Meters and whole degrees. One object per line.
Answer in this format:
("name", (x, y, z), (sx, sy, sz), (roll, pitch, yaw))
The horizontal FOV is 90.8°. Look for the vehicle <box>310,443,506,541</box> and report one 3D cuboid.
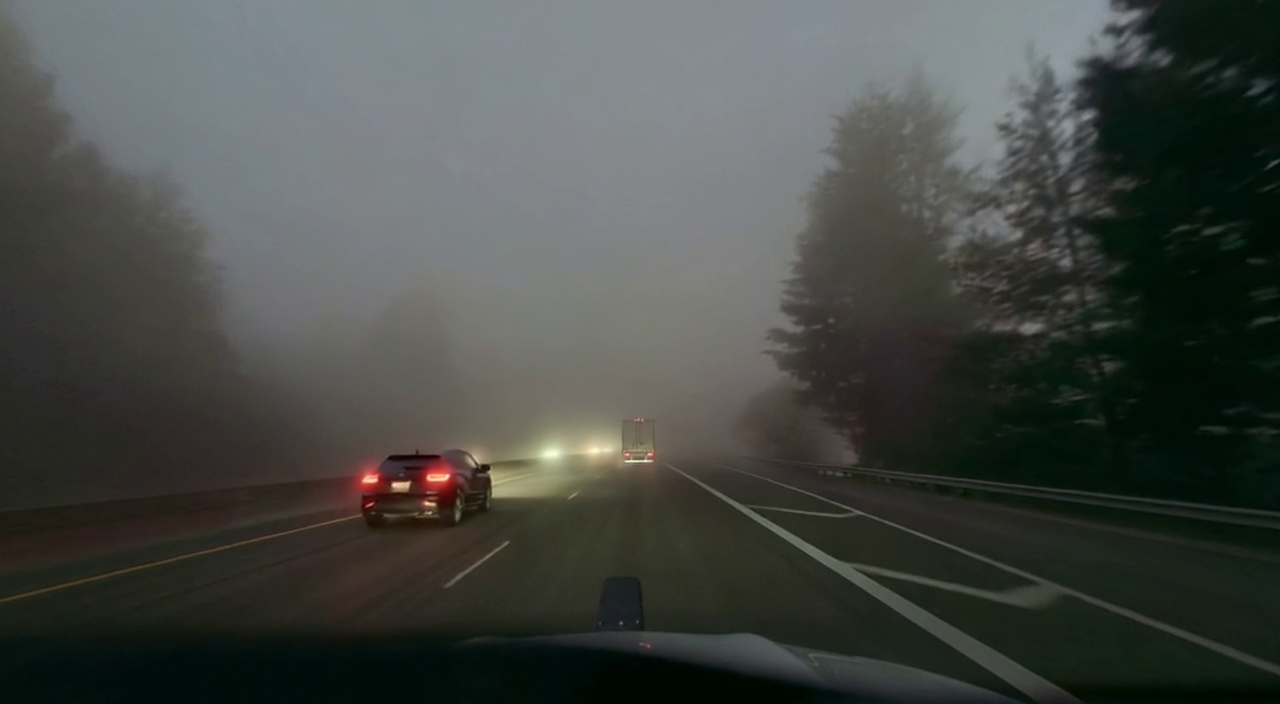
("vehicle", (-3.927, 2.429, 11.580), (1.955, 1.438, 4.100), (-1, -9, 1))
